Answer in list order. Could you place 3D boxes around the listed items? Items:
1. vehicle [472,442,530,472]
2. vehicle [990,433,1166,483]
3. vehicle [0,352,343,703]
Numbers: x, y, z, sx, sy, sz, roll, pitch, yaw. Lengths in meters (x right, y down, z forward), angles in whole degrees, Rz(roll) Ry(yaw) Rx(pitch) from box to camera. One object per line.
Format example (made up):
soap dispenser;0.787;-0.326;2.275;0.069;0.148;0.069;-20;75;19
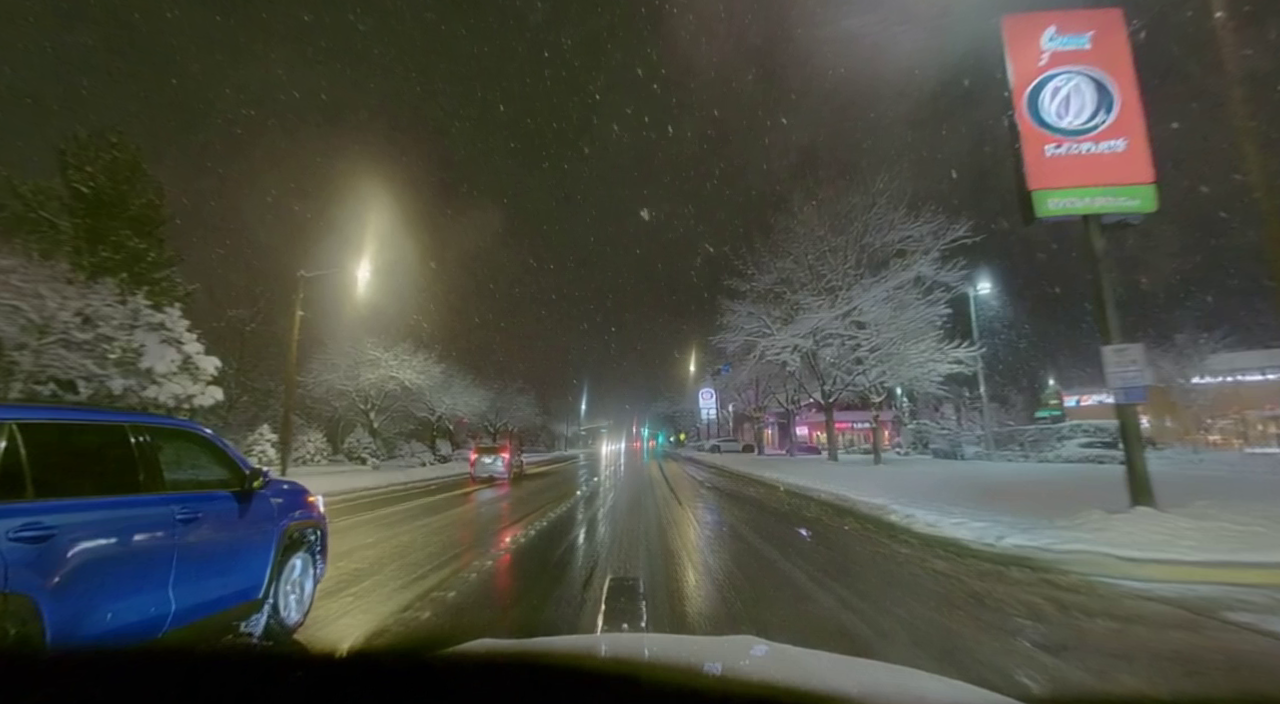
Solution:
vehicle;-7.279;5.529;33.427;1.990;1.483;4.410;0;-8;1
vehicle;15.497;3.752;22.480;4.806;1.664;2.050;0;-8;-4
vehicle;-3.474;0.909;2.876;2.127;1.654;4.121;0;-8;1
